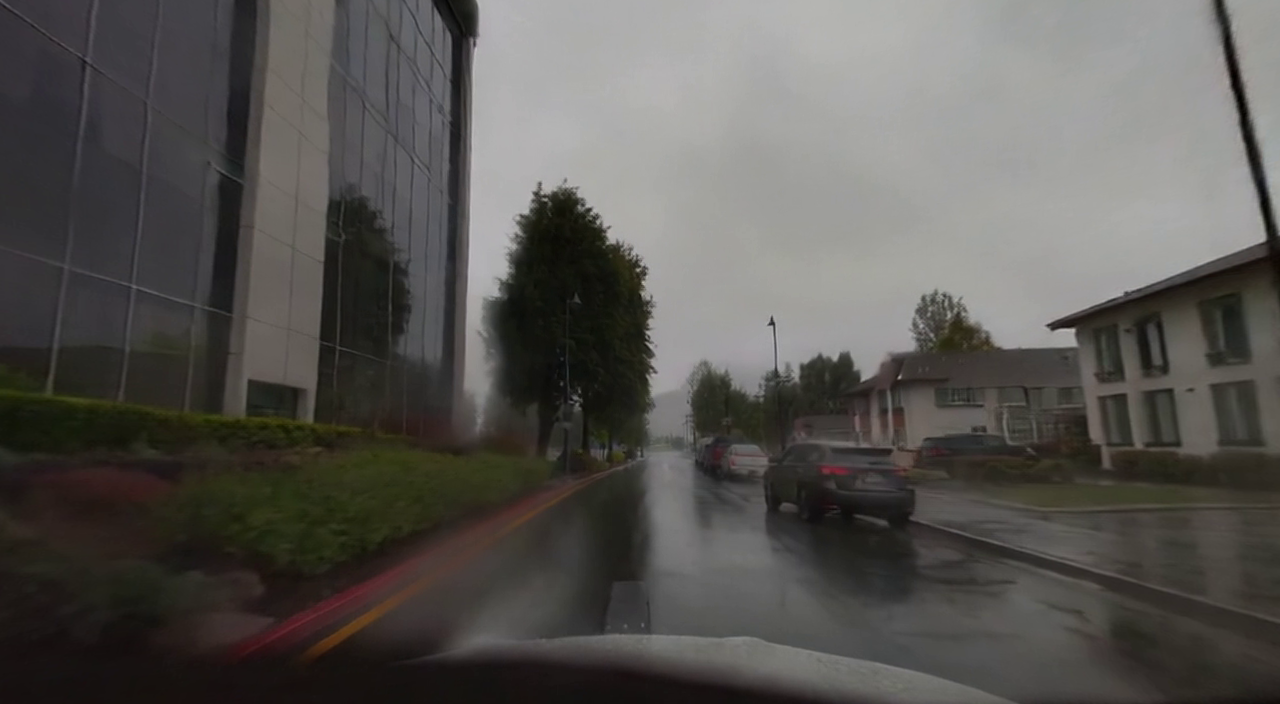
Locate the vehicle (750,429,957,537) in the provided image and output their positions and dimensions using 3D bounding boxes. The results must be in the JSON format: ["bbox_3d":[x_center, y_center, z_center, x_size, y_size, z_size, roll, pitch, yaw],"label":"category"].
[{"bbox_3d":[3.395,2.179,11.154,2.024,1.475,4.565,0,-8,0],"label":"vehicle"}]

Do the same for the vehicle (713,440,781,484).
[{"bbox_3d":[3.770,3.956,22.955,1.848,1.442,4.425,-1,-8,2],"label":"vehicle"}]
